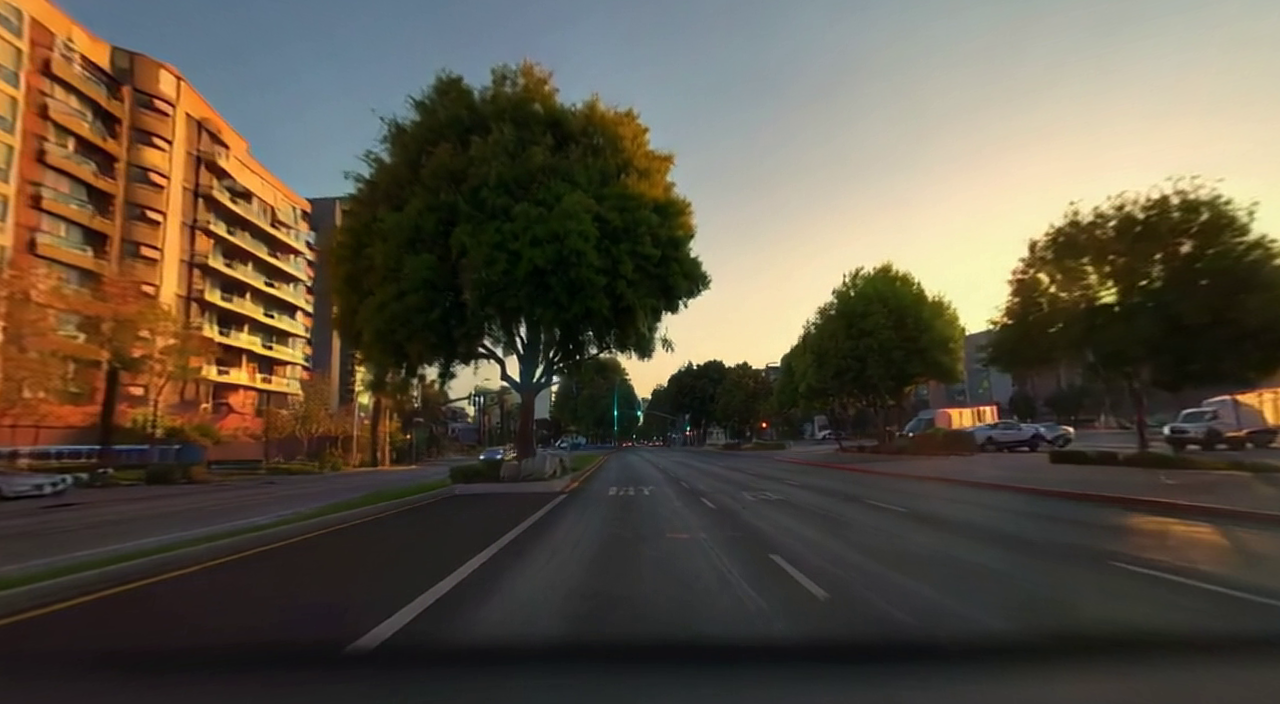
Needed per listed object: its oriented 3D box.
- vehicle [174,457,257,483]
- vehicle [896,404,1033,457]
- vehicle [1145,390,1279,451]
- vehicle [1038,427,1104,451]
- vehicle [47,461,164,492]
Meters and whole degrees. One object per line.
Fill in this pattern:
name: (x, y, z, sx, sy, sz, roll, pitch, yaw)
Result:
vehicle: (-29.779, 8.273, 44.409, 4.382, 1.659, 1.917, 0, -9, -1)
vehicle: (20.947, 5.112, 41.100, 7.305, 3.266, 2.842, 0, -9, -3)
vehicle: (32.992, 4.071, 35.956, 2.670, 3.093, 7.117, -1, -9, 3)
vehicle: (33.183, 6.756, 48.778, 1.939, 1.670, 4.169, -1, -10, -3)
vehicle: (-30.484, 7.105, 36.168, 4.821, 1.605, 2.028, 0, -9, 0)
